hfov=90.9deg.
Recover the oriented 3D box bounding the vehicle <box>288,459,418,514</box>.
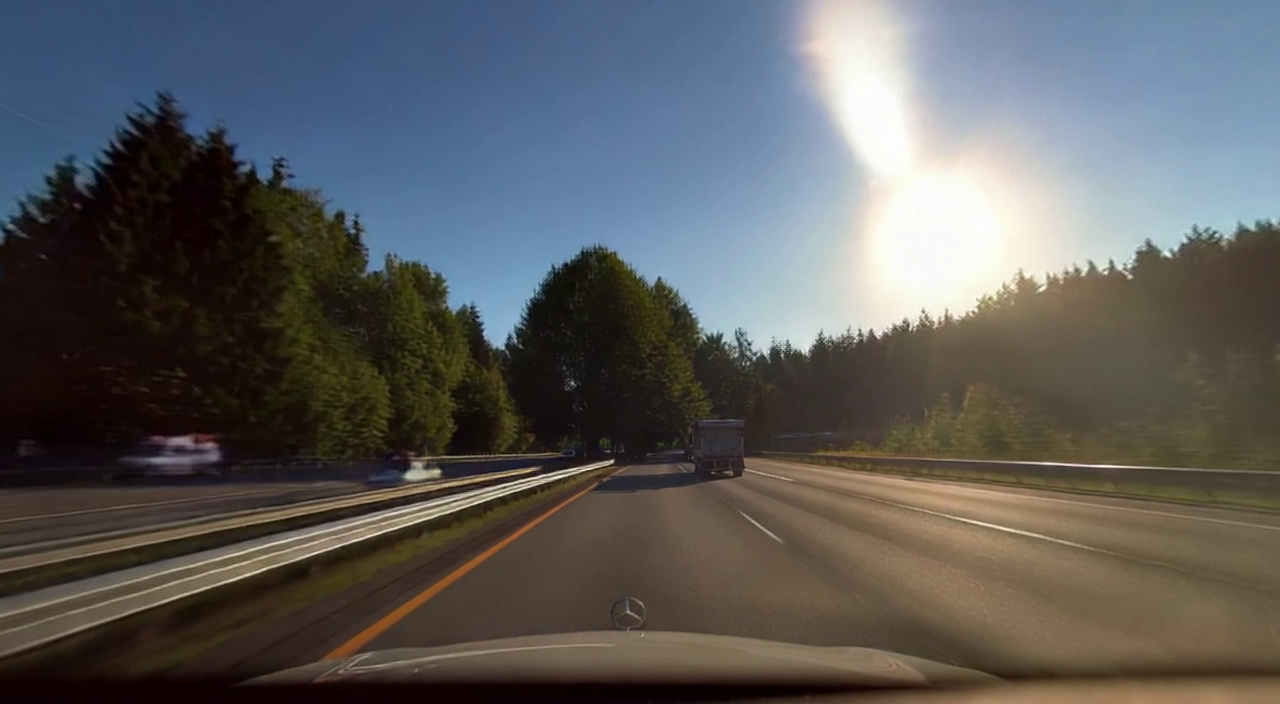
[{"bbox_3d":[-8.255,3.874,18.599,1.840,1.373,4.152,0,-9,1],"label":"vehicle"}]

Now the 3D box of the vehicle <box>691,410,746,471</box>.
[{"bbox_3d":[5.737,6.910,48.630,2.859,3.984,14.045,0,-9,2],"label":"vehicle"}]

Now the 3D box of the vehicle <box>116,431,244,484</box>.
[{"bbox_3d":[-24.594,5.674,34.140,2.337,2.586,6.144,0,-9,-1],"label":"vehicle"}]
